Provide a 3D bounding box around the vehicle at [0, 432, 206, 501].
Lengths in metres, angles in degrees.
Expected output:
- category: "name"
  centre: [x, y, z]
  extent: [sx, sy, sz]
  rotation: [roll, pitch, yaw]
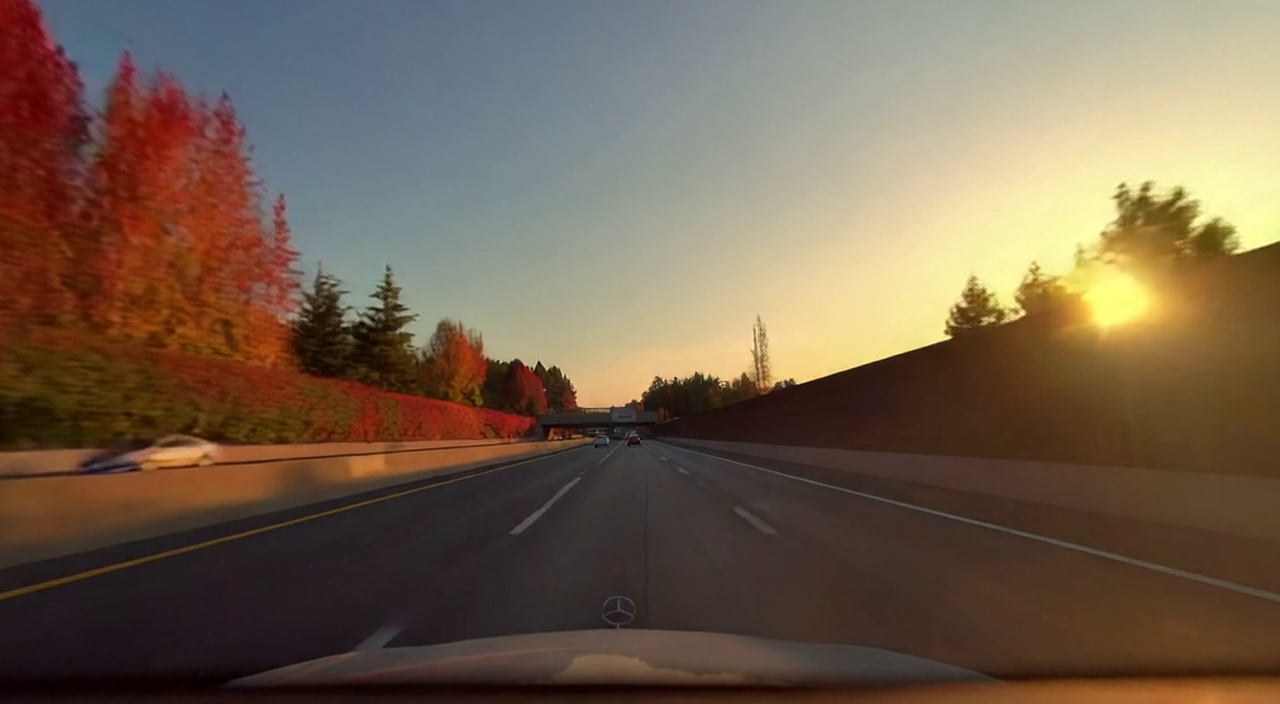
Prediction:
- category: "vehicle"
  centre: [-16.190, 3.378, 19.239]
  extent: [1.997, 1.795, 5.328]
  rotation: [0, -8, 0]
